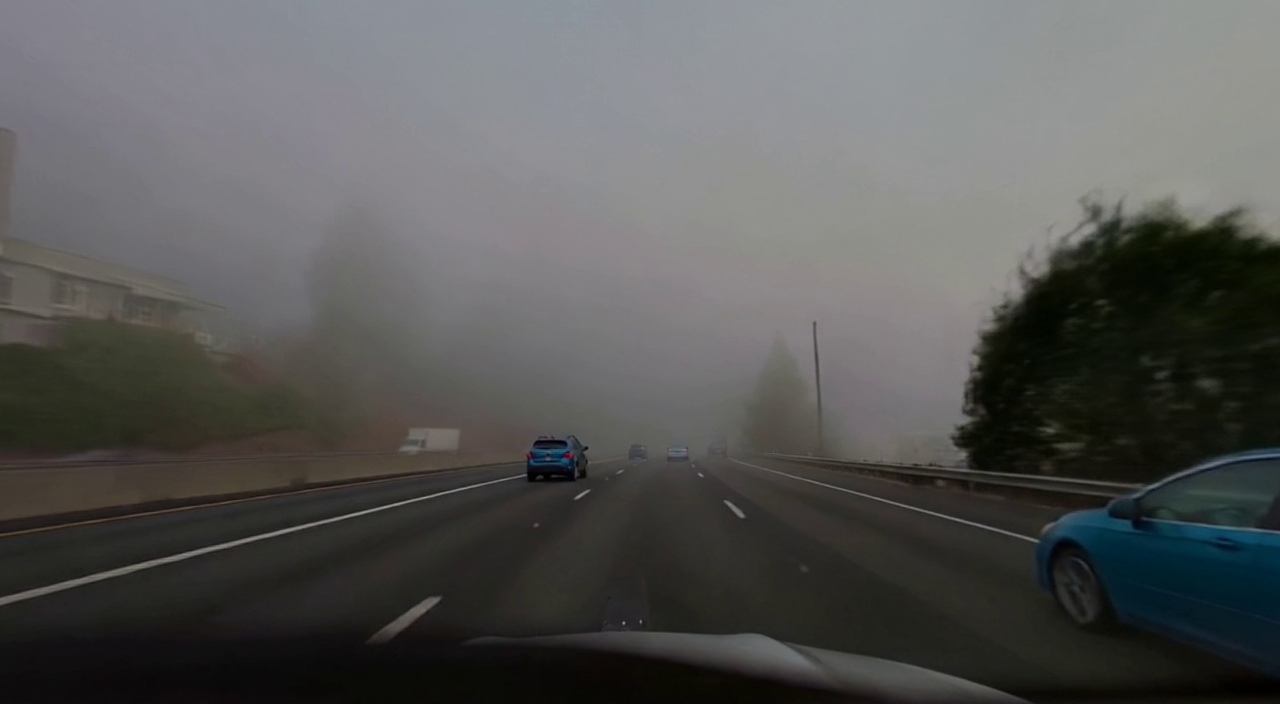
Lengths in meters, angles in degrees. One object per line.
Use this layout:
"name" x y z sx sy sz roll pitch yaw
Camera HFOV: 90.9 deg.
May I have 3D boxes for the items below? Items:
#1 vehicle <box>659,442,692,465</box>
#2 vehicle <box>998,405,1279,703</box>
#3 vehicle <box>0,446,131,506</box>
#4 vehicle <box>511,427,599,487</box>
"vehicle" 2.510 7.053 44.006 2.158 1.458 3.656 -1 -8 4
"vehicle" 4.080 0.998 2.980 2.131 1.497 4.456 0 -8 0
"vehicle" -16.691 3.345 17.433 1.843 1.446 3.893 -1 -8 2
"vehicle" -2.808 3.616 22.081 2.185 1.823 4.854 -1 -8 3
